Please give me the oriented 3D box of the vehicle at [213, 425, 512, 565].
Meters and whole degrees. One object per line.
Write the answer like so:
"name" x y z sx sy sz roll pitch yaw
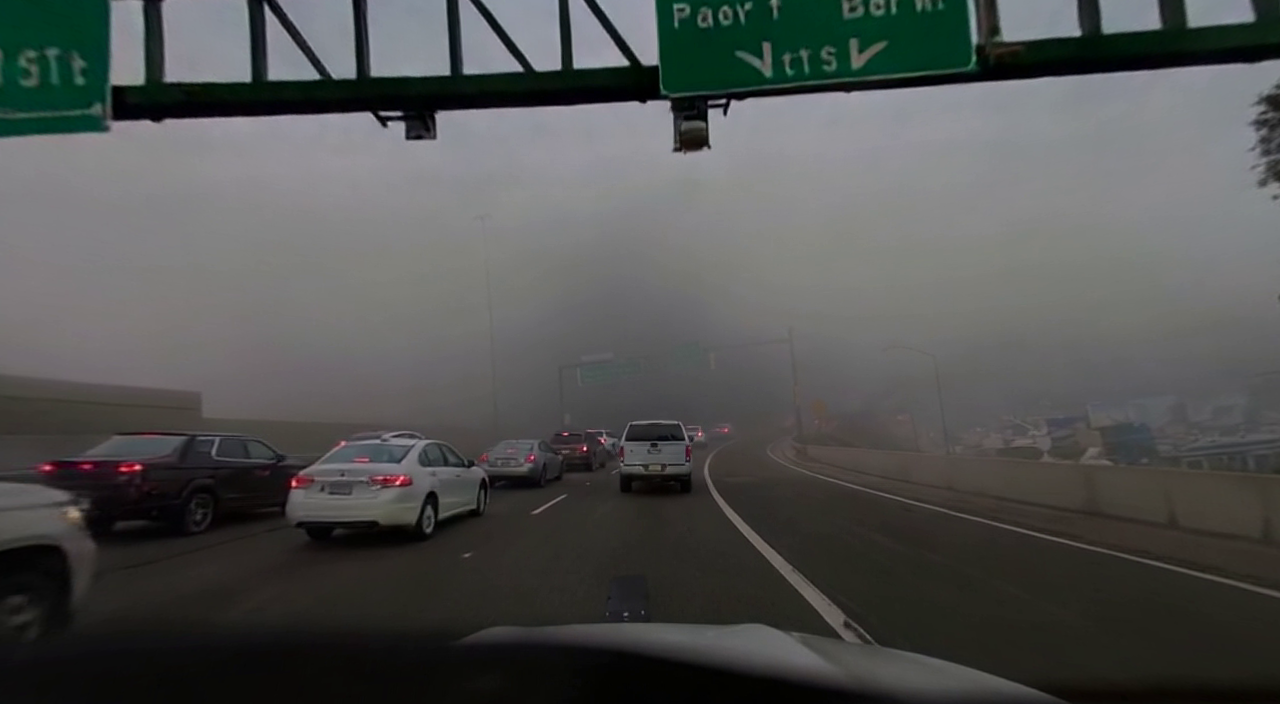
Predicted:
"vehicle" -3.508 1.918 9.358 1.998 1.494 5.020 0 -8 2

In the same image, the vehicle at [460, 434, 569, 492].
"vehicle" -3.519 3.206 18.579 2.087 1.481 4.225 -1 -9 4

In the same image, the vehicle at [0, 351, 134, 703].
"vehicle" -4.270 0.741 1.984 1.850 1.862 4.150 0 -8 0

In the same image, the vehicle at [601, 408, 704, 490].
"vehicle" 0.441 2.916 19.046 2.616 2.063 5.933 0 -9 3
